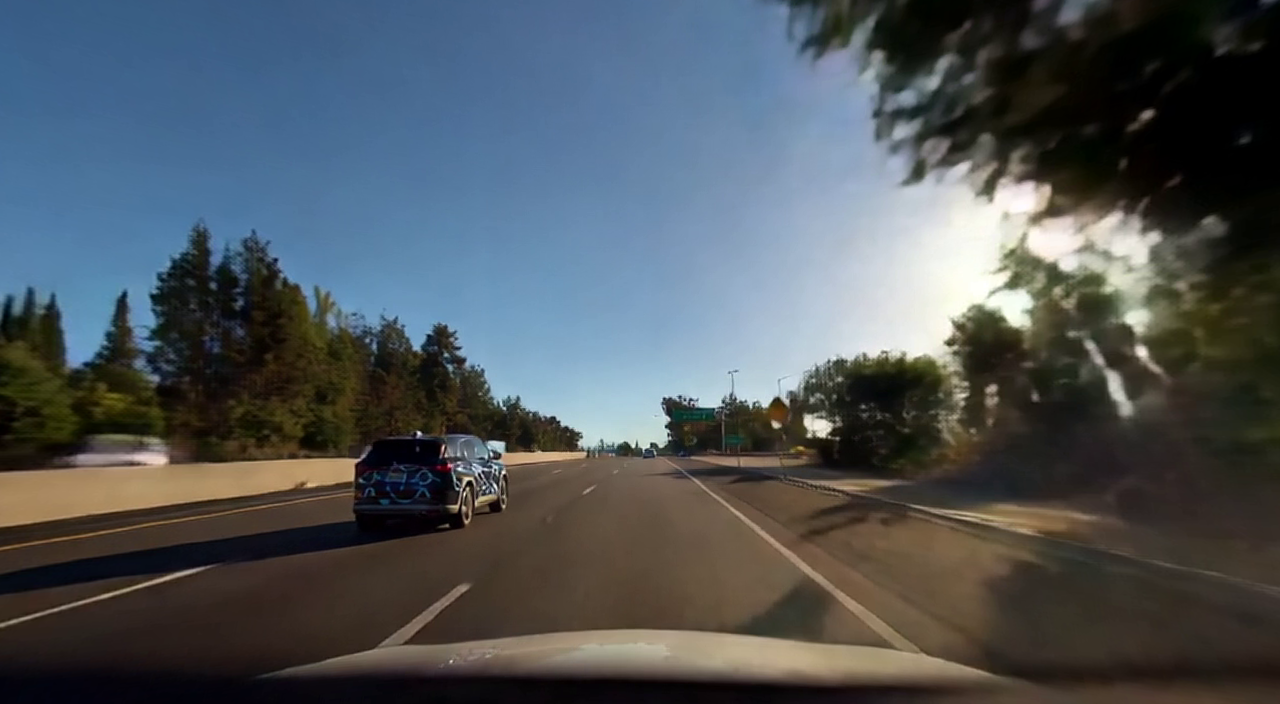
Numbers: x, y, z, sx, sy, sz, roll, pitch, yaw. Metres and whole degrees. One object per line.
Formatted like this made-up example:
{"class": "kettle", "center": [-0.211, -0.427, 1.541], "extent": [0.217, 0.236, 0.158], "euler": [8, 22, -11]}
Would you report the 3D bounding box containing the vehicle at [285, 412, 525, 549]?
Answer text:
{"class": "vehicle", "center": [-3.576, 2.051, 10.816], "extent": [2.183, 1.803, 4.685], "euler": [0, -8, 2]}
